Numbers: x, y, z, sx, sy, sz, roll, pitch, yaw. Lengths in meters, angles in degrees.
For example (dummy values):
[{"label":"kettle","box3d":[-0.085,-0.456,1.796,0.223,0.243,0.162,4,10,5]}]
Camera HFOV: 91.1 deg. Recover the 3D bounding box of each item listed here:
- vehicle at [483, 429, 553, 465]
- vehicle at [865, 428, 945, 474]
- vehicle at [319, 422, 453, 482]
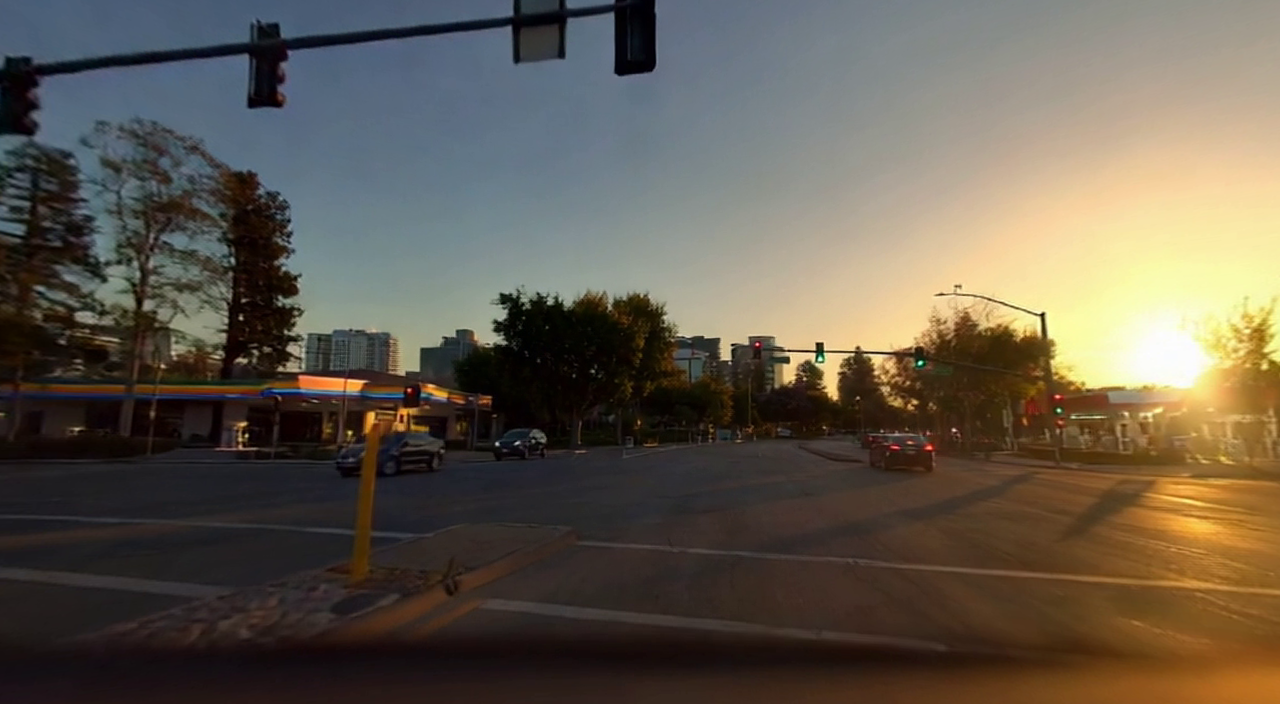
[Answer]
[{"label":"vehicle","box3d":[-6.522,5.155,34.160,2.090,1.779,4.697,-1,-9,11]},{"label":"vehicle","box3d":[10.808,4.053,25.929,2.090,1.717,4.063,-1,-8,9]},{"label":"vehicle","box3d":[-8.612,3.436,21.829,2.112,1.853,4.516,-1,-9,10]}]
